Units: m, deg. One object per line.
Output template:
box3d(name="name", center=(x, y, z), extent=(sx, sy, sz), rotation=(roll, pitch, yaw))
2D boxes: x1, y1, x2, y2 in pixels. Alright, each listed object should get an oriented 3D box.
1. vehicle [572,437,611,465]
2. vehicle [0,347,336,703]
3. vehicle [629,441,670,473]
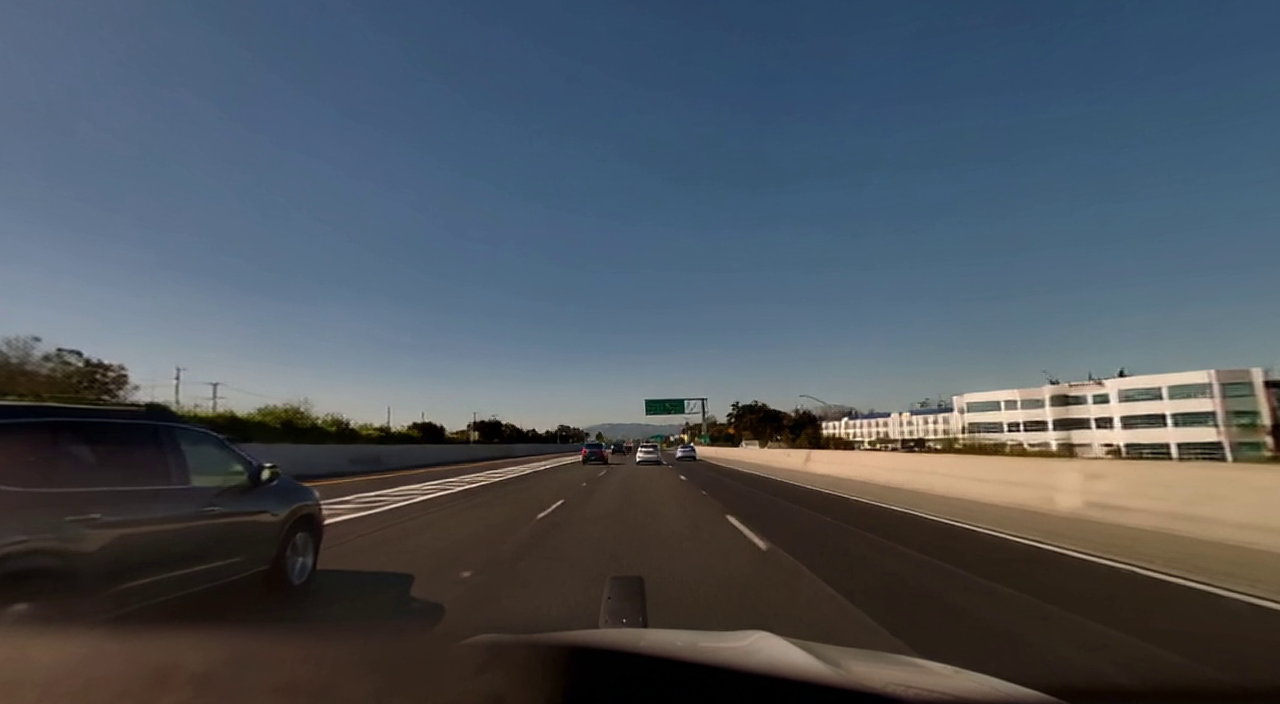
box3d(name="vehicle", center=(-3.545, 7.364, 47.186), extent=(2.403, 1.946, 5.623), rotation=(0, -8, 1))
box3d(name="vehicle", center=(-3.956, 0.966, 3.431), extent=(2.239, 1.761, 4.620), rotation=(0, -8, 1))
box3d(name="vehicle", center=(0.464, 5.450, 33.054), extent=(2.000, 1.558, 3.945), rotation=(0, -8, 0))
